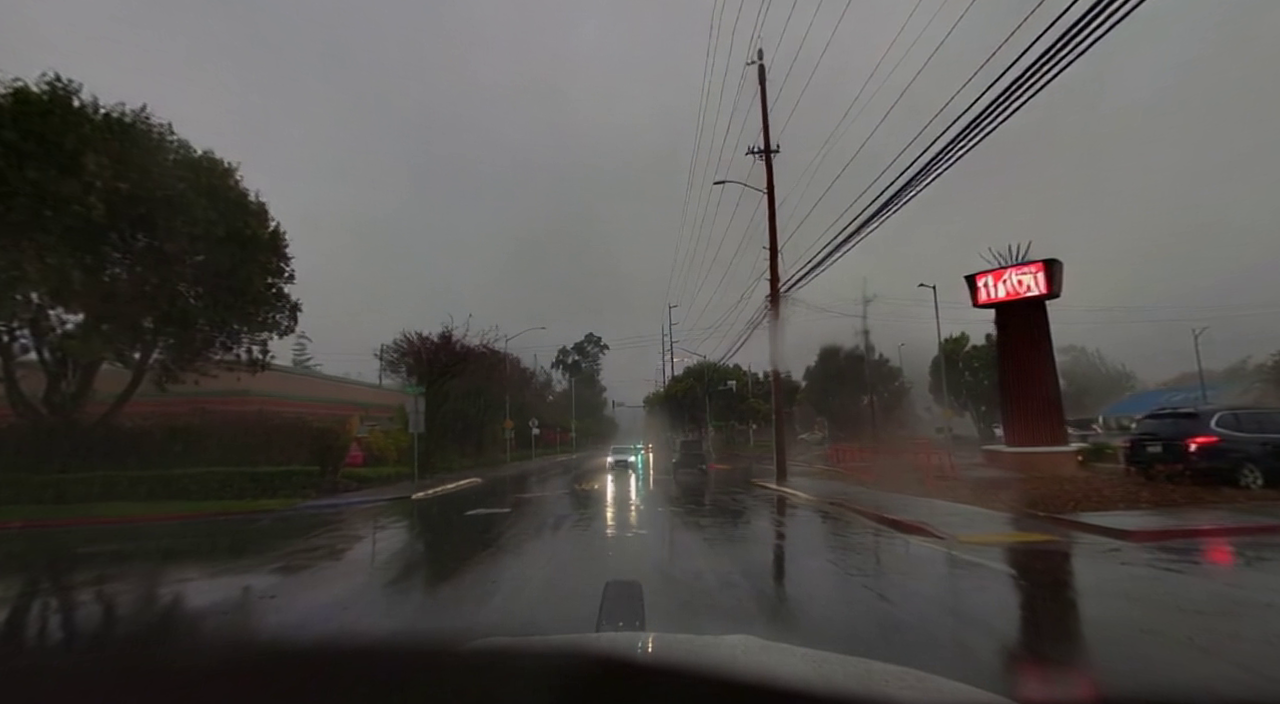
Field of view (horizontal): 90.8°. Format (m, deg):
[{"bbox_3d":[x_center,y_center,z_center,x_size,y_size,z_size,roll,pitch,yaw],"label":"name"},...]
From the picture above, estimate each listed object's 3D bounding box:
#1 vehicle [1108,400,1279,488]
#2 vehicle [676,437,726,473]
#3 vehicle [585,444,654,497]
[{"bbox_3d":[13.357,1.996,13.814,4.518,1.764,2.014,-1,-8,3],"label":"vehicle"},{"bbox_3d":[3.514,5.808,35.943,2.553,1.868,5.536,-1,-9,6],"label":"vehicle"},{"bbox_3d":[-0.606,3.536,19.298,1.874,1.427,3.976,0,-8,-2],"label":"vehicle"}]
